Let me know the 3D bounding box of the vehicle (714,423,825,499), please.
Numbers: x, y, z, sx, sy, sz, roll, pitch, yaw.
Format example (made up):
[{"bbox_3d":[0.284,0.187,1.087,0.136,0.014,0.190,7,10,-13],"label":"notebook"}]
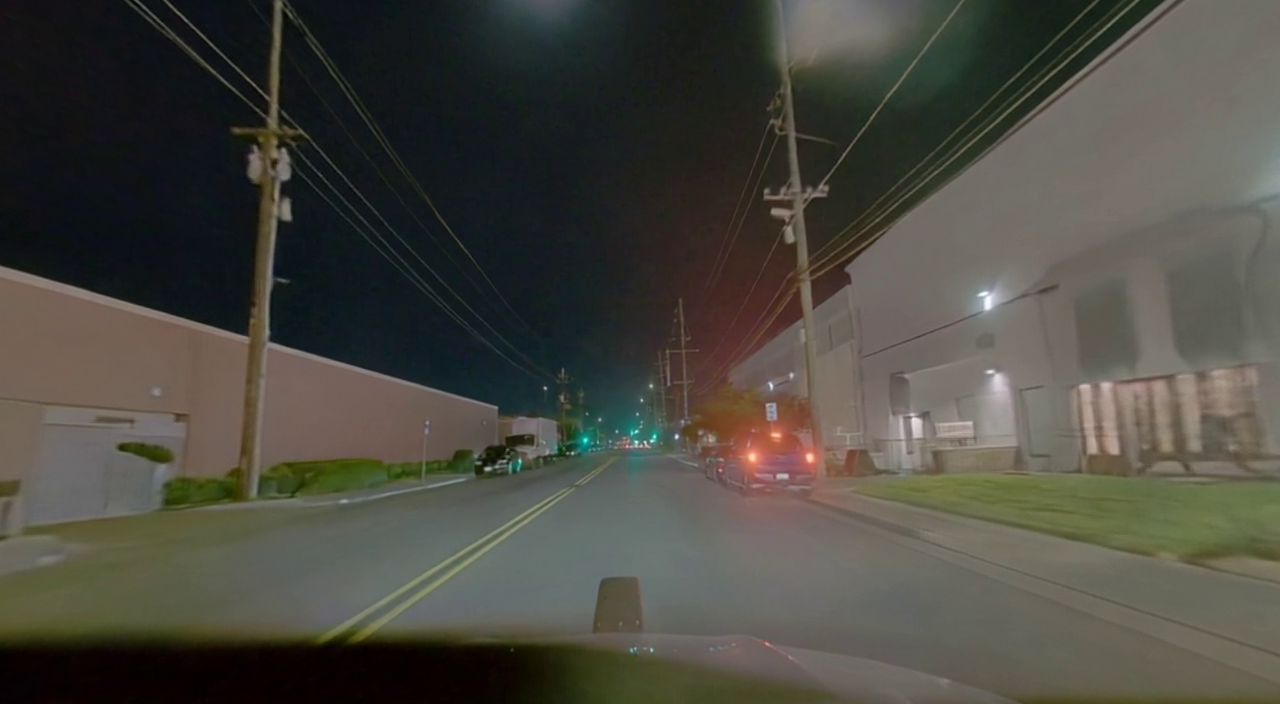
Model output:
[{"bbox_3d":[3.732,3.297,19.596,2.333,1.967,6.008,0,-9,2],"label":"vehicle"}]

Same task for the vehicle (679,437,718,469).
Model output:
[{"bbox_3d":[3.670,6.427,40.442,2.026,1.857,4.699,1,-9,-1],"label":"vehicle"}]

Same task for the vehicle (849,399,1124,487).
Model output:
[{"bbox_3d":[10.949,2.948,20.545,7.236,2.219,2.674,-3,-8,0],"label":"vehicle"}]

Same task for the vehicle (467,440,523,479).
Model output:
[{"bbox_3d":[-7.857,5.877,34.687,2.123,1.802,4.486,-4,-9,-2],"label":"vehicle"}]

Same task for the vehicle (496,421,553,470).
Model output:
[{"bbox_3d":[-8.153,6.716,45.464,2.832,3.101,7.143,-1,-8,-1],"label":"vehicle"}]
